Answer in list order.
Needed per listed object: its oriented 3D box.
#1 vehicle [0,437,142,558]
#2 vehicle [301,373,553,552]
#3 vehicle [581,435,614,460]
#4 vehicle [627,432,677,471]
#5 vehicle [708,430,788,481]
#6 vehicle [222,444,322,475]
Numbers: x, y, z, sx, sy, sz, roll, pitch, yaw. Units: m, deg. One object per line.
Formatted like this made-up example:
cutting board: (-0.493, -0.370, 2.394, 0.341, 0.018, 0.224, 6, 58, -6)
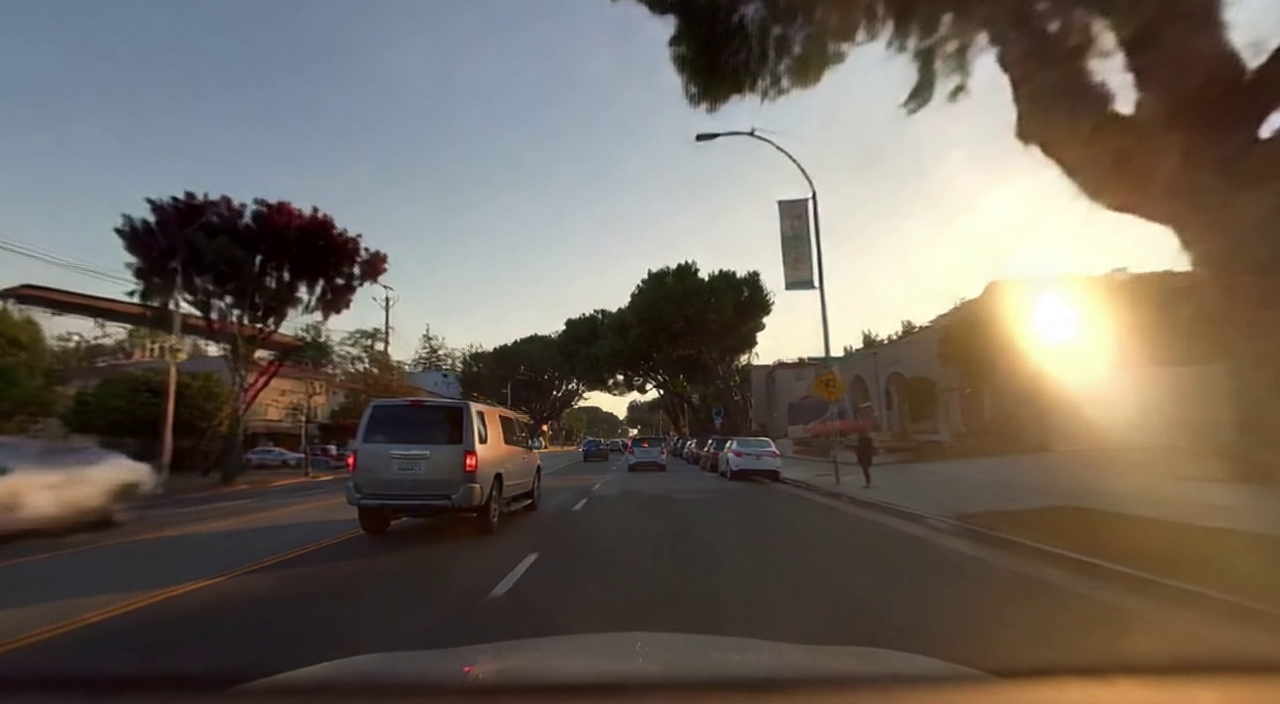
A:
vehicle: (-9.178, 1.854, 7.960, 1.952, 1.537, 4.746, 0, -8, 0)
vehicle: (-2.891, 1.671, 10.146, 2.213, 2.123, 5.124, 0, -8, 0)
vehicle: (-2.930, 6.711, 44.625, 2.028, 1.689, 4.162, 0, -8, 1)
vehicle: (0.490, 4.569, 29.192, 2.126, 1.657, 4.132, 0, -8, -1)
vehicle: (3.806, 3.750, 23.174, 1.947, 1.646, 4.782, 0, -8, -2)
vehicle: (-23.281, 6.787, 40.127, 5.075, 1.581, 2.063, -3, -8, -2)
